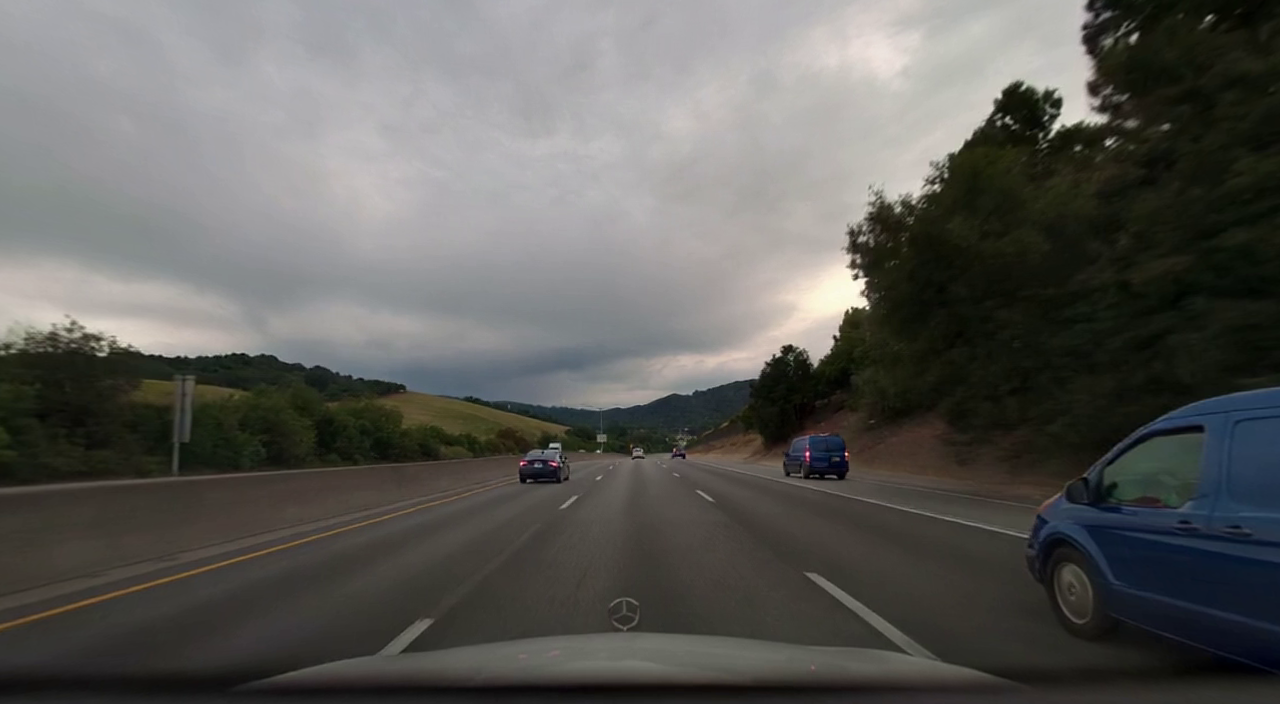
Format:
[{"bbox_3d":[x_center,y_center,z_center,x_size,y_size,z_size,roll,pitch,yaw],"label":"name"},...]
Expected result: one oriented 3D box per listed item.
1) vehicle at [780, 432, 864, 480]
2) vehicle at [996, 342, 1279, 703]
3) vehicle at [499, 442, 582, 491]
[{"bbox_3d":[7.959,4.619,28.078,2.133,1.933,4.986,0,-9,-1],"label":"vehicle"},{"bbox_3d":[3.810,0.770,2.476,2.169,1.685,4.417,0,-9,0],"label":"vehicle"},{"bbox_3d":[-3.397,3.997,22.365,2.160,1.530,4.500,-1,-9,1],"label":"vehicle"}]
